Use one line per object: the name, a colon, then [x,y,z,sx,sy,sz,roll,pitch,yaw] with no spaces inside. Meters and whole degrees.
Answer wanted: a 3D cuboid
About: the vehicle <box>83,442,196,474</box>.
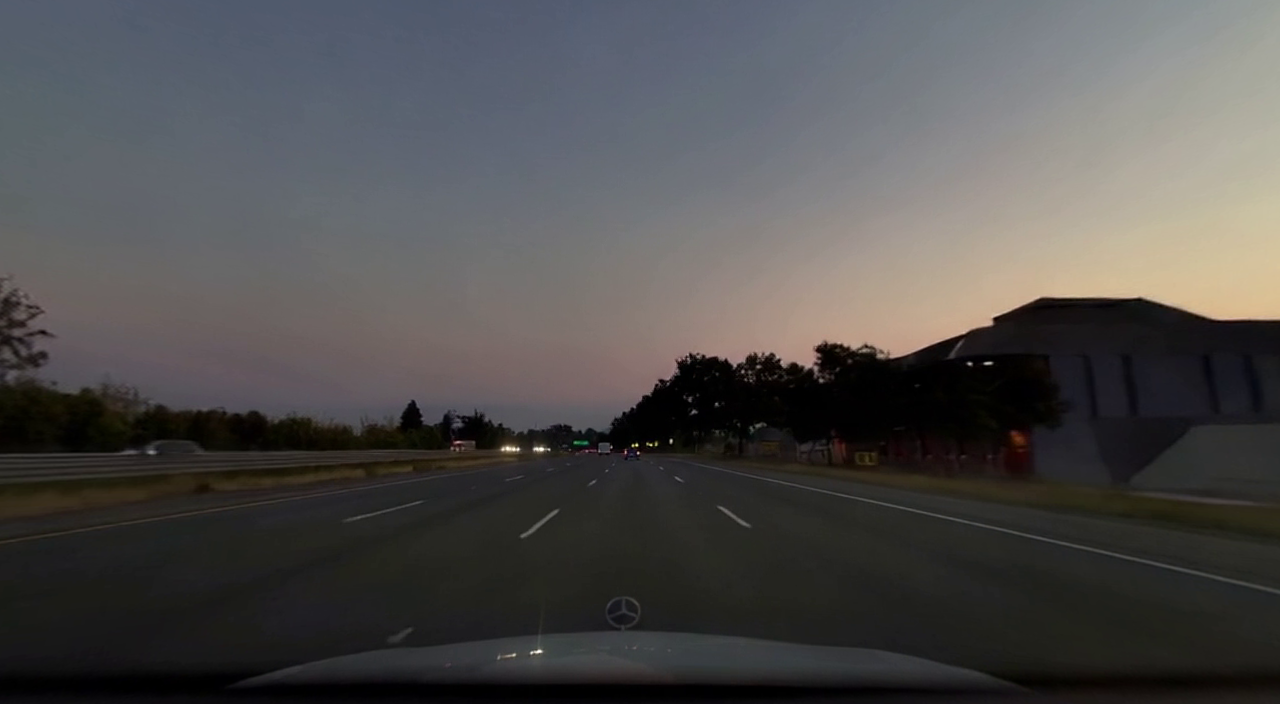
vehicle: [-24.643,5.233,31.341,1.799,1.465,4.657,0,-9,0]
